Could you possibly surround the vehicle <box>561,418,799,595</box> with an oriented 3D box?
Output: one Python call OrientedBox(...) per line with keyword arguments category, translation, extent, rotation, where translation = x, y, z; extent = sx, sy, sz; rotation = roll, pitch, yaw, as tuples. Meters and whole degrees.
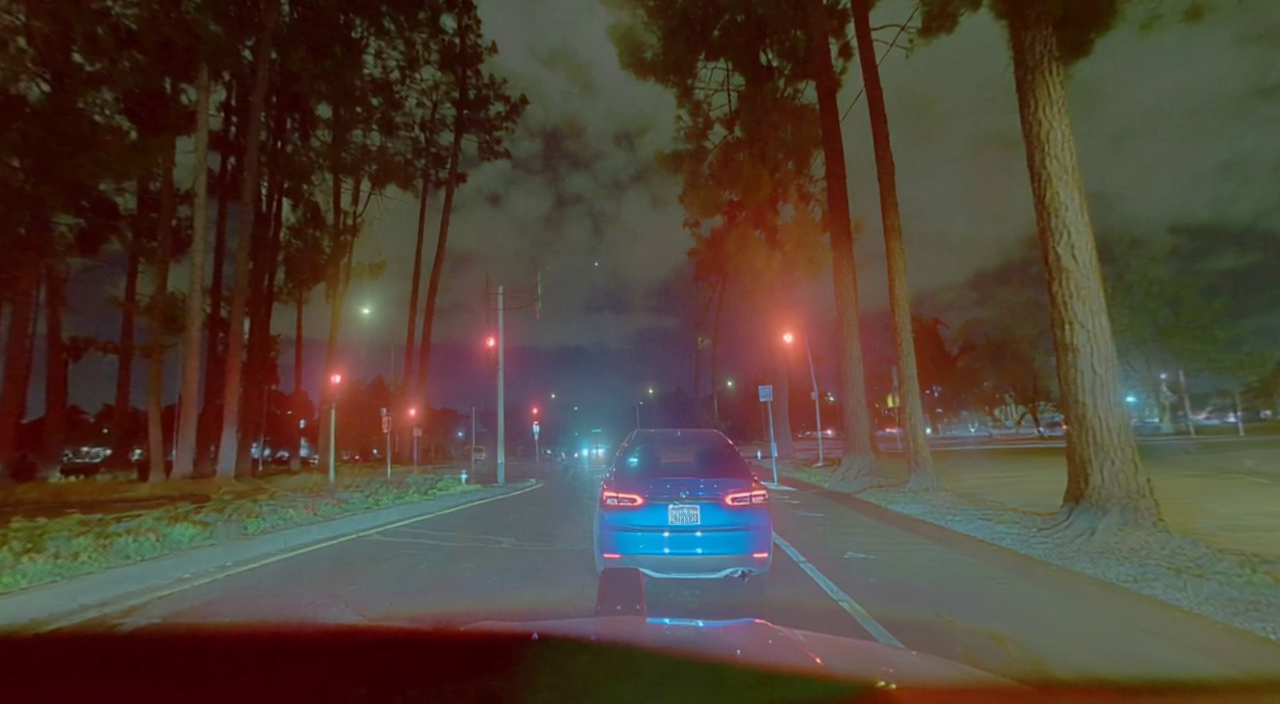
OrientedBox(category="vehicle", translation=(0.381, 1.612, 7.393), extent=(2.035, 1.499, 3.799), rotation=(0, -8, 1))
